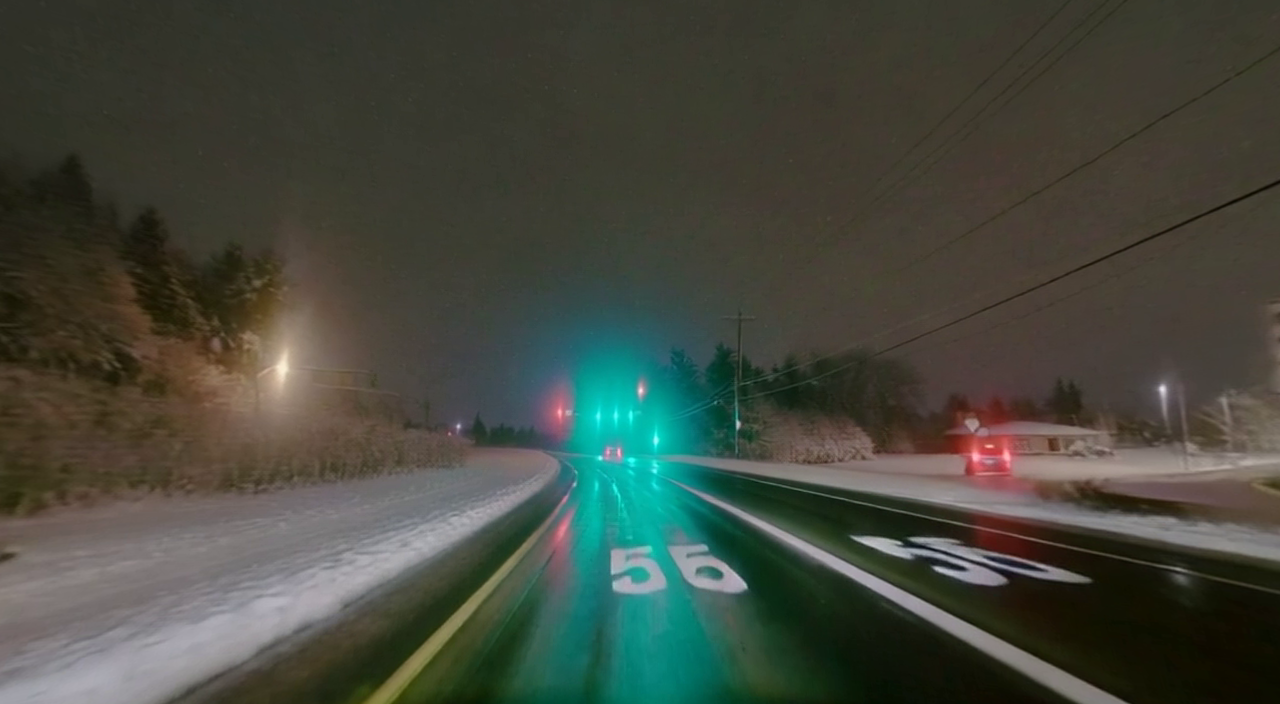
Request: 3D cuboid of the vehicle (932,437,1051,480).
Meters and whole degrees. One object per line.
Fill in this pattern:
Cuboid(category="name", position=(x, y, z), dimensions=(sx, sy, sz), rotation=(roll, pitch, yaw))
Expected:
Cuboid(category="vehicle", position=(16.260, 4.918, 29.366), dimensions=(4.457, 1.724, 1.871), rotation=(3, -8, -1))
